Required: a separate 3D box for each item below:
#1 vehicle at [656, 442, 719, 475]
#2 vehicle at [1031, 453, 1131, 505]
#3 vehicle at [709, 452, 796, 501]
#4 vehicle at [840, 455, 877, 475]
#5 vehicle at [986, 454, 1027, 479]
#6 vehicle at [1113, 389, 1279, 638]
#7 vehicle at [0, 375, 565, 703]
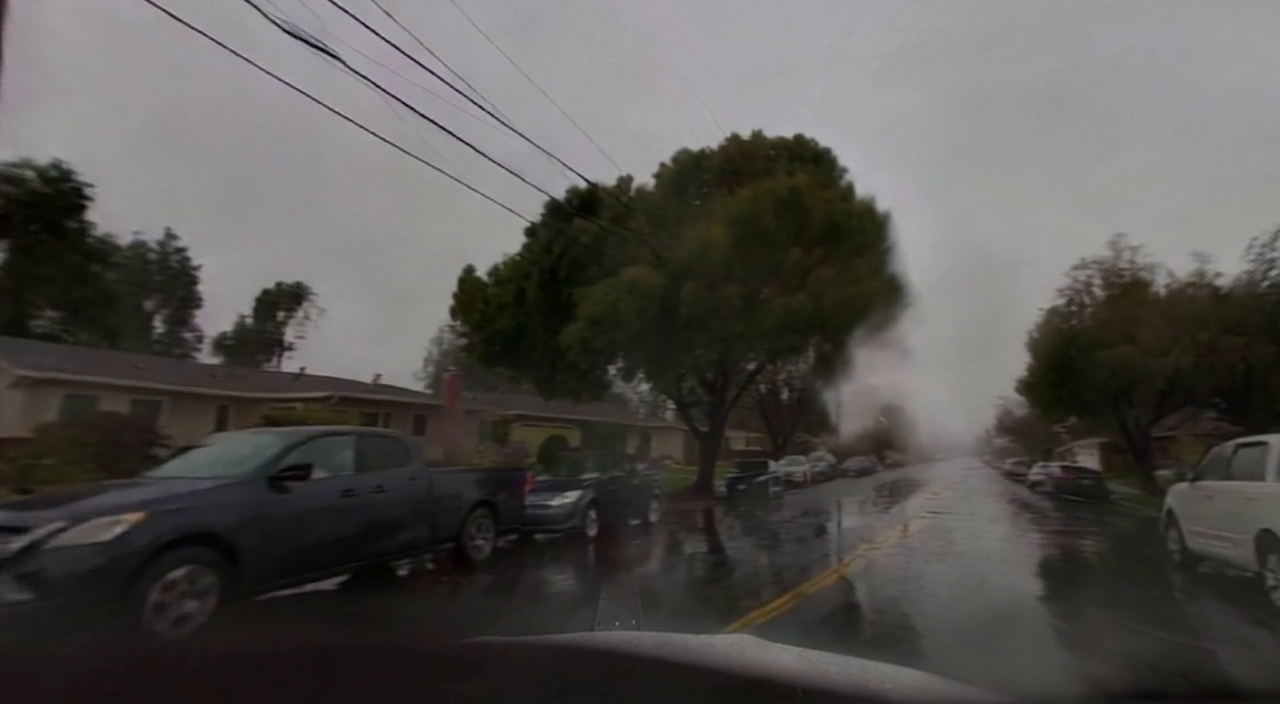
[{"bbox_3d":[3.043,6.534,38.995,2.232,1.836,5.443,-3,-9,23],"label":"vehicle"},{"bbox_3d":[14.936,4.249,21.656,1.870,1.536,4.568,-4,-9,24],"label":"vehicle"},{"bbox_3d":[4.194,4.412,22.886,1.897,1.523,4.626,-4,-10,25],"label":"vehicle"},{"bbox_3d":[17.307,8.898,49.949,1.960,1.460,4.425,-4,-10,29],"label":"vehicle"},{"bbox_3d":[27.164,8.431,46.979,2.310,1.527,4.705,-2,-8,27],"label":"vehicle"},{"bbox_3d":[6.941,1.516,6.468,2.226,1.928,5.339,-4,-9,25],"label":"vehicle"},{"bbox_3d":[-3.365,1.517,6.939,2.385,1.967,5.971,-4,-8,23],"label":"vehicle"}]
